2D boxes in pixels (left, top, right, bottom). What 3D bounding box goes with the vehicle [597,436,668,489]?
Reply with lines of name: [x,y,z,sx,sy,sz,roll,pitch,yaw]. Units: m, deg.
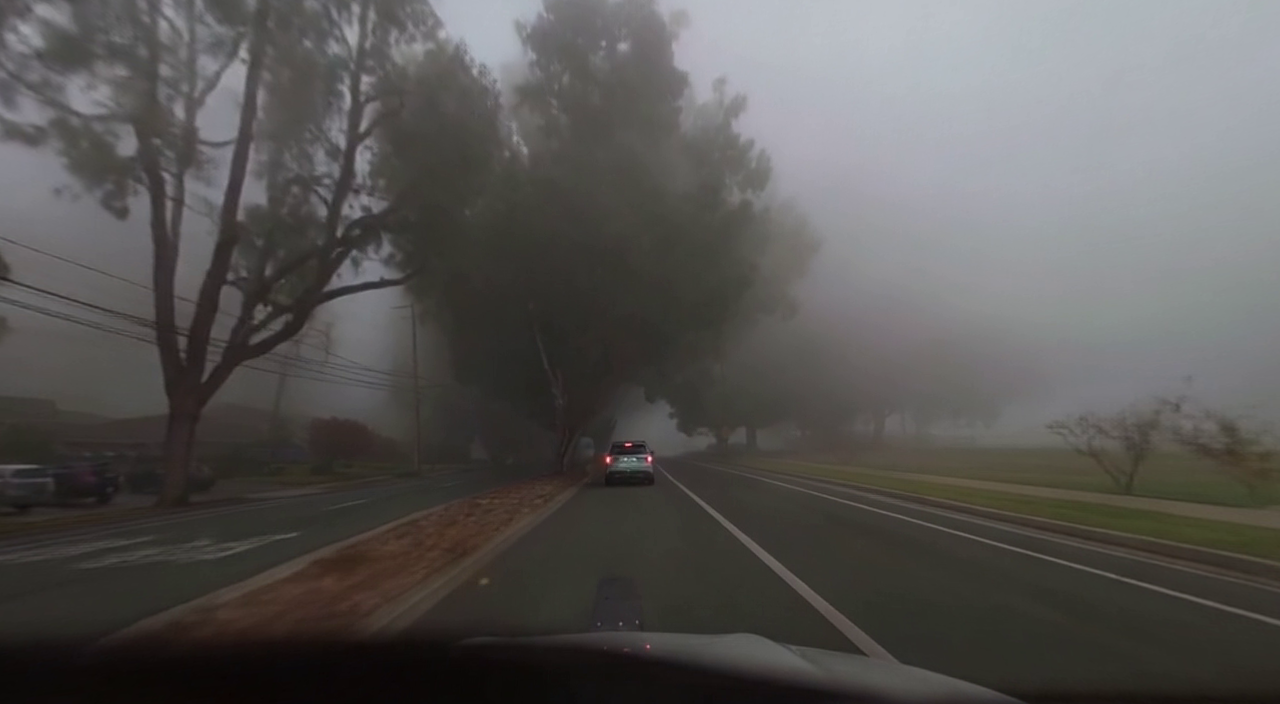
vehicle: [-0.240,3.755,21.801,2.181,1.639,4.127,0,-9,0]

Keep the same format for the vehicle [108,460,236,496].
vehicle: [-21.620,5.817,29.323,4.366,1.526,1.921,0,-9,0]
